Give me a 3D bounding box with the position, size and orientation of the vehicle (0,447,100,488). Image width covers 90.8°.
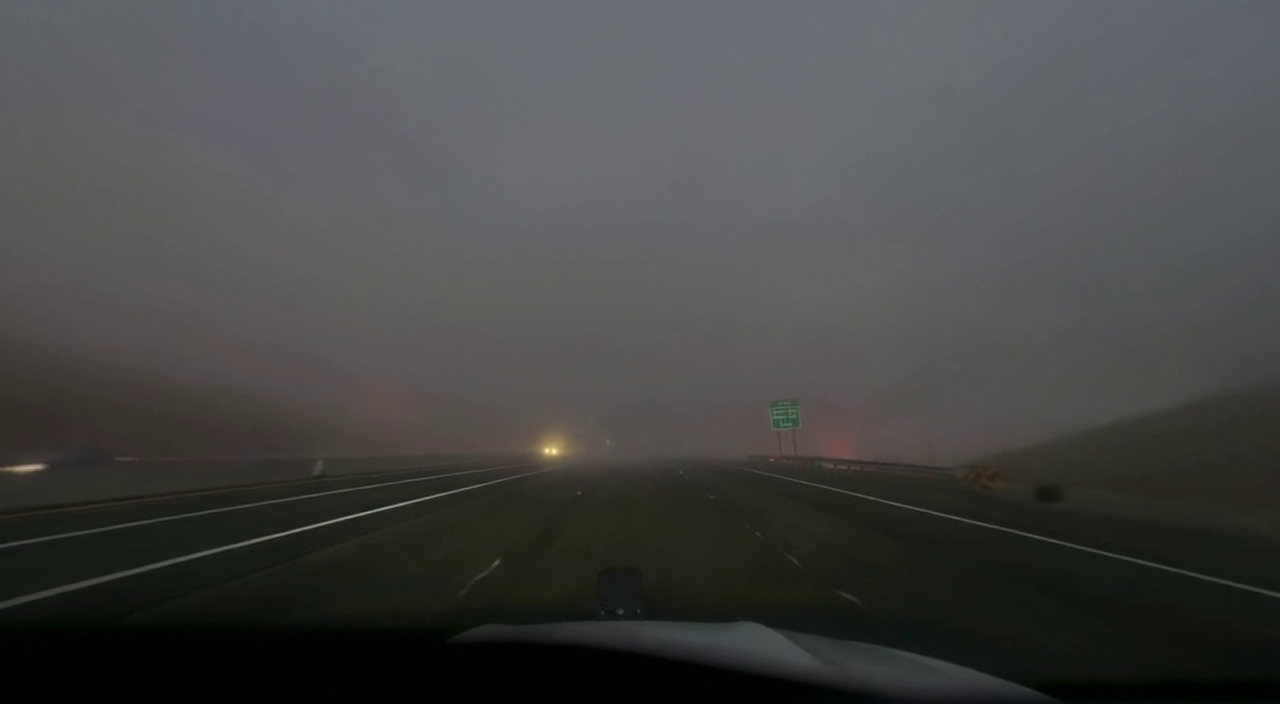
[{"bbox_3d":[-24.372,4.507,24.934,1.865,1.477,4.767,0,-8,0],"label":"vehicle"}]
